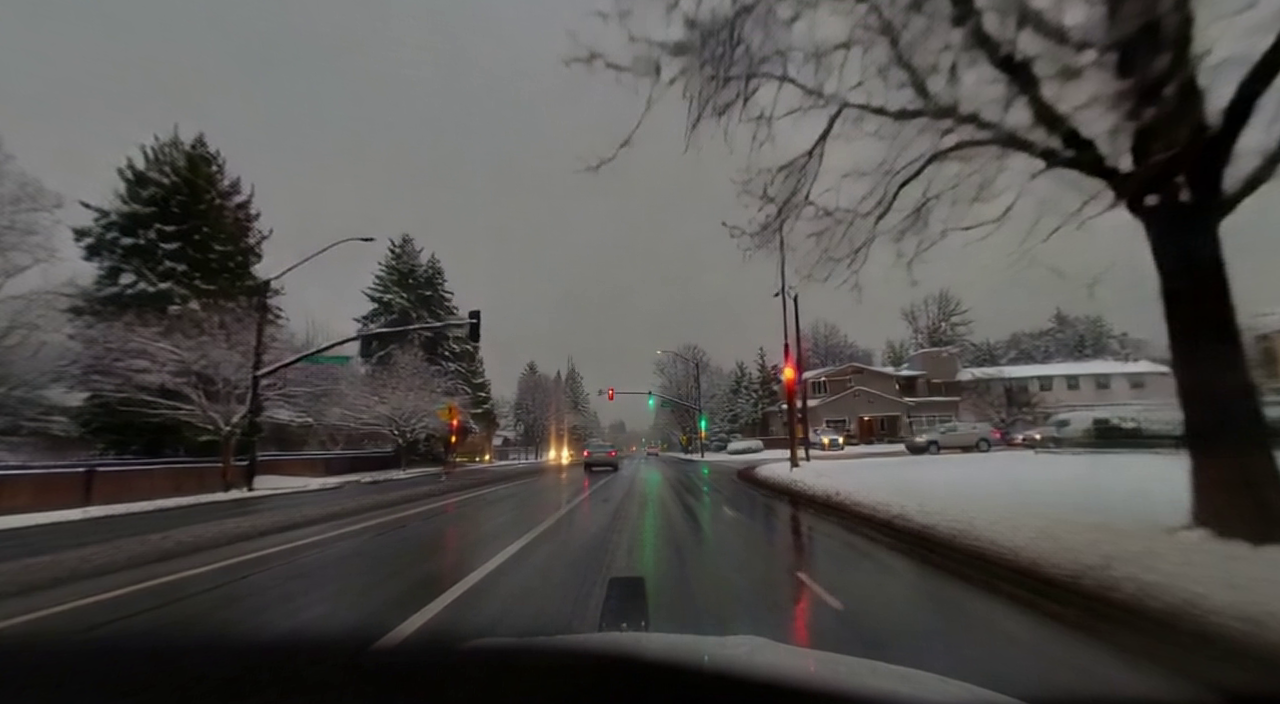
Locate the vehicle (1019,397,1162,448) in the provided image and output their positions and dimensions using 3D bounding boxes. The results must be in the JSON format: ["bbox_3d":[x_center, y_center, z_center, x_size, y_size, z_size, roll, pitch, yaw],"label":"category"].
[{"bbox_3d":[28.552,4.507,40.107,7.116,3.077,2.655,0,-8,-4],"label":"vehicle"}]

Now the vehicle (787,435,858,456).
[{"bbox_3d":[13.676,7.029,47.368,4.665,1.498,1.866,0,-9,-2],"label":"vehicle"}]

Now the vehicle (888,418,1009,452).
[{"bbox_3d":[19.132,5.213,39.305,6.313,2.043,2.272,0,-8,-3],"label":"vehicle"}]

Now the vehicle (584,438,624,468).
[{"bbox_3d":[-2.145,6.258,39.149,2.084,1.701,4.734,0,-8,2],"label":"vehicle"}]
